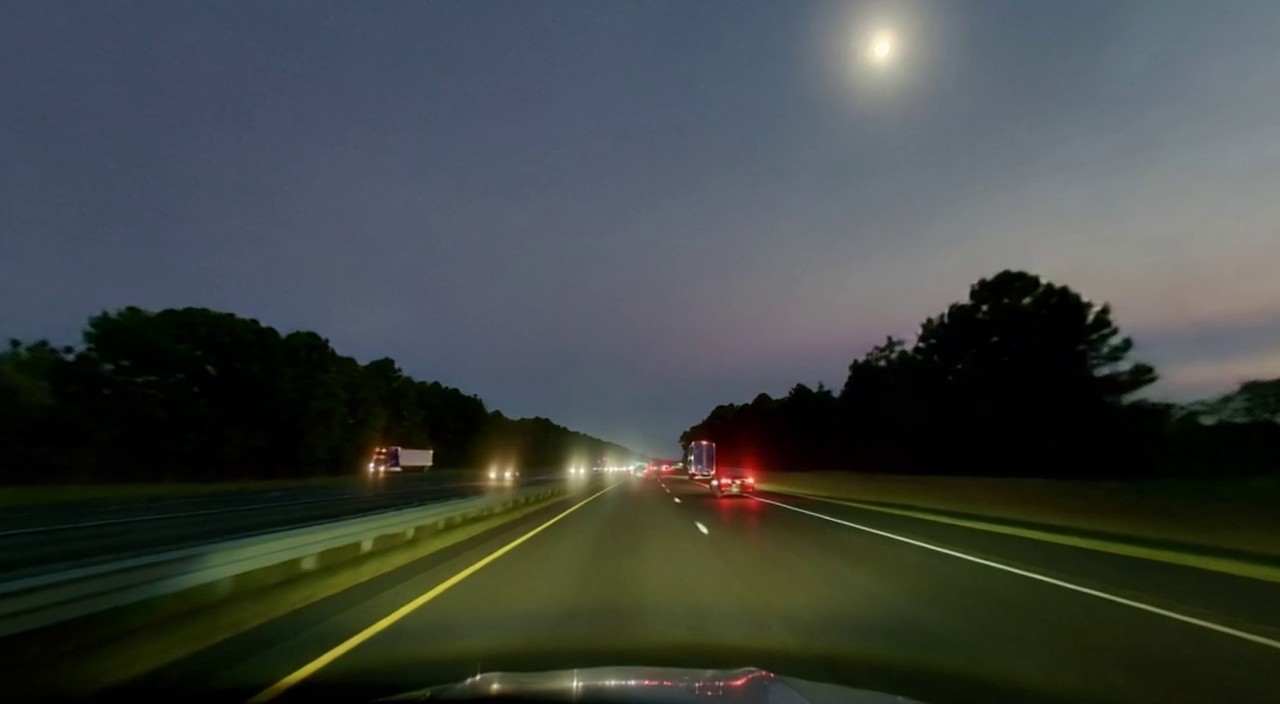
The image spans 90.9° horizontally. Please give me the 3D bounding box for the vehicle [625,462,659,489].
[{"bbox_3d":[0.155,8.509,43.483,2.212,1.717,4.452,0,-10,1],"label":"vehicle"}]

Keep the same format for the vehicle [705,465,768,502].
[{"bbox_3d":[4.367,6.057,29.343,2.073,1.532,4.969,1,-10,-1],"label":"vehicle"}]
